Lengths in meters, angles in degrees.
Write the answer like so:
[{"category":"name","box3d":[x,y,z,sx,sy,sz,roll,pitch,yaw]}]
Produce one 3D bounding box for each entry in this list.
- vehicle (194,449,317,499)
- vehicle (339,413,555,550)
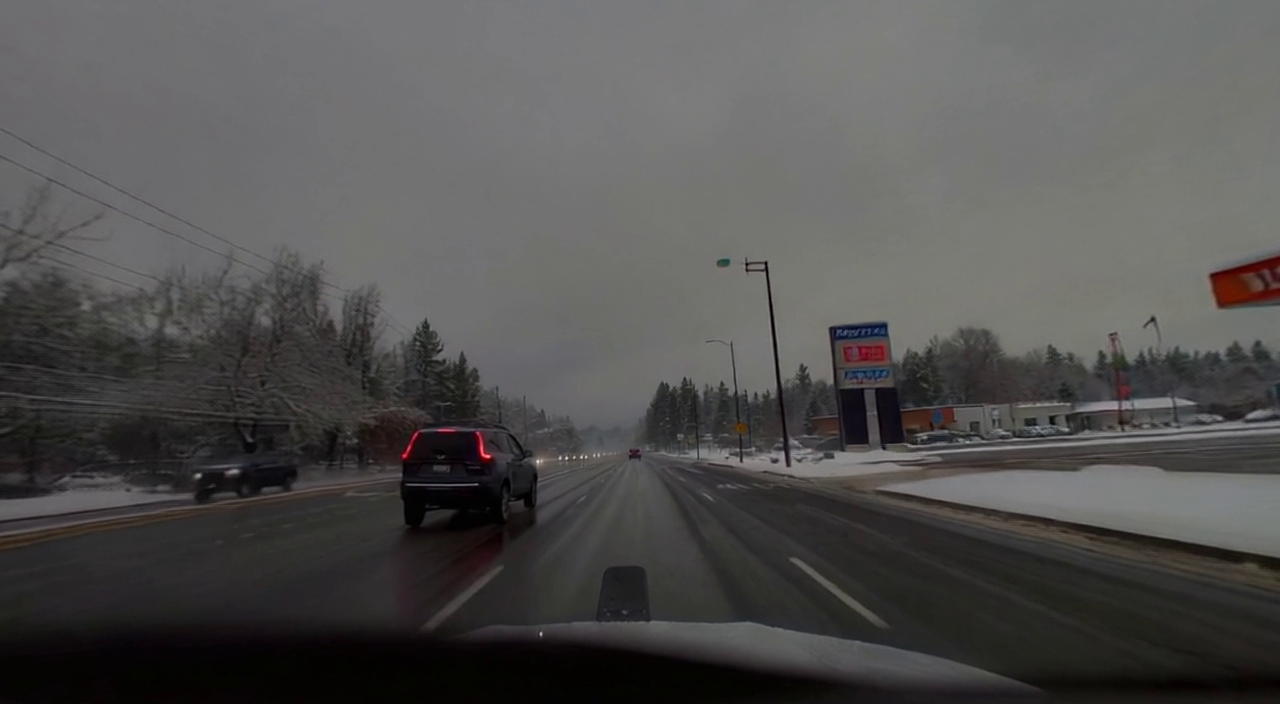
[{"category":"vehicle","box3d":[-18.564,5.850,30.900,2.426,2.160,5.660,0,-8,0]},{"category":"vehicle","box3d":[-2.945,2.110,10.990,2.190,1.844,4.751,0,-8,1]}]
